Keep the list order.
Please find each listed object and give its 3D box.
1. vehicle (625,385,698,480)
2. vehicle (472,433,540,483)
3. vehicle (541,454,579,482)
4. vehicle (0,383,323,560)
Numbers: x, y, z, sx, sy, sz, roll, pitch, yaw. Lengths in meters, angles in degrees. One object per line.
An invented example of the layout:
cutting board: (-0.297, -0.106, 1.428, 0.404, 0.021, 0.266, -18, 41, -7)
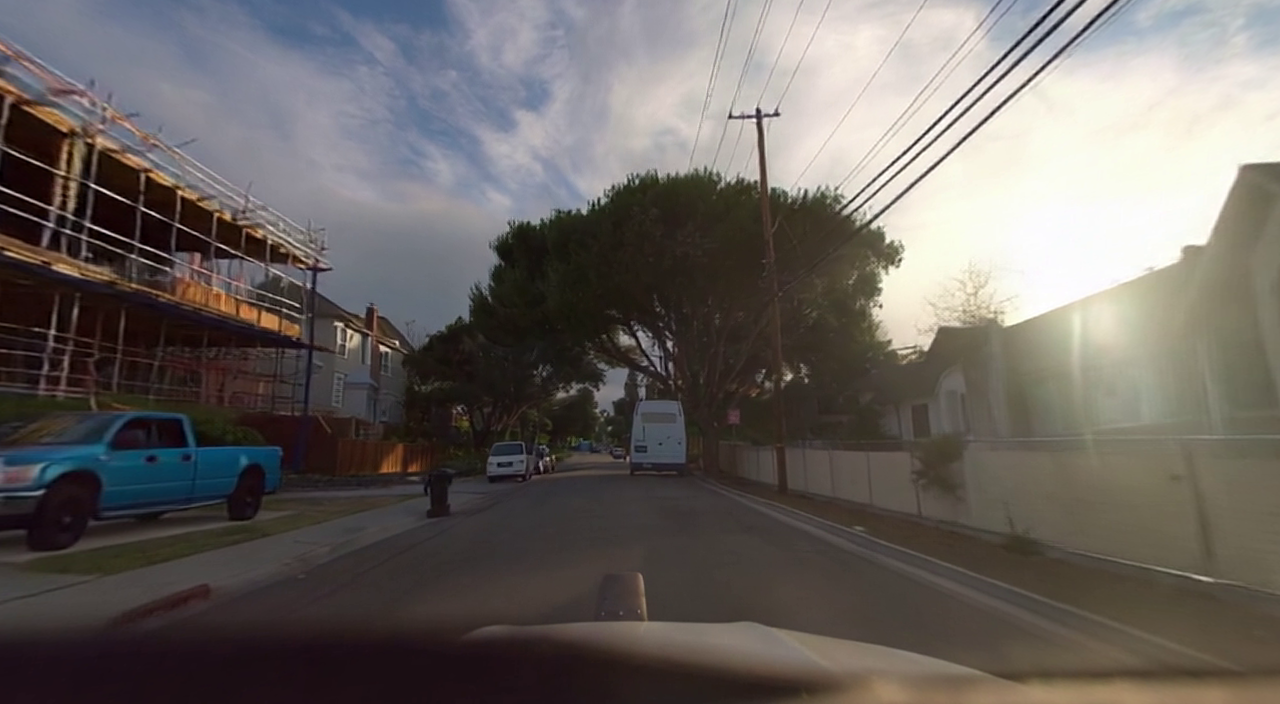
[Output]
vehicle: (0.861, 4.160, 30.613, 2.915, 3.793, 9.963, 1, -10, 0)
vehicle: (-6.232, 4.915, 29.806, 2.171, 1.910, 4.789, -1, -5, 0)
vehicle: (-5.861, 8.509, 46.513, 2.257, 1.916, 5.089, 0, -9, -2)
vehicle: (-7.706, 1.742, 9.729, 2.238, 1.895, 5.648, -1, -9, 6)
